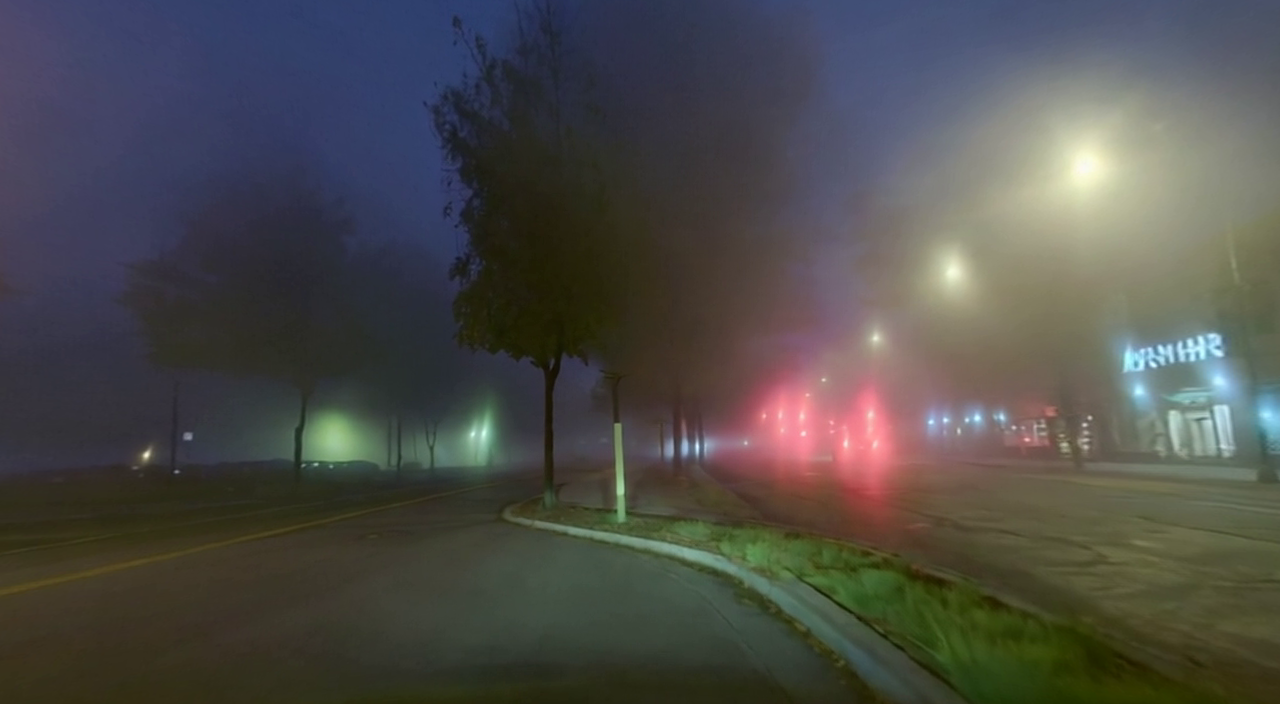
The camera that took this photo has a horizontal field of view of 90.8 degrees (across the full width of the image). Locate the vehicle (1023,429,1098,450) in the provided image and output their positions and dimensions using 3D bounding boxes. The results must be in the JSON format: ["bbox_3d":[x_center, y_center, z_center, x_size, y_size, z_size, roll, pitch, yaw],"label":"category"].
[{"bbox_3d":[29.159,6.123,43.880,3.839,1.386,1.816,-1,-9,7],"label":"vehicle"}]

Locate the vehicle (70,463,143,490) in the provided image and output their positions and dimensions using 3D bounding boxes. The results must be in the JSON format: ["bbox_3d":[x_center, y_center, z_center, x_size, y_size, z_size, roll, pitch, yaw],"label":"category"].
[{"bbox_3d":[-33.692,7.804,39.847,4.416,1.541,2.102,-6,-10,31],"label":"vehicle"}]

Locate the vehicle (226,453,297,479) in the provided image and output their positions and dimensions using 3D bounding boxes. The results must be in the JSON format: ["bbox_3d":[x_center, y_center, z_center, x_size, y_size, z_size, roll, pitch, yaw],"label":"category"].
[{"bbox_3d":[-27.263,8.143,45.410,5.483,1.719,2.112,-6,-10,33],"label":"vehicle"}]

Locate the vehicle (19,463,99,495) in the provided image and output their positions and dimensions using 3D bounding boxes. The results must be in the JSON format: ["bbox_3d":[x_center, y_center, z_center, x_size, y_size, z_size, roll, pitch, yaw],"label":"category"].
[{"bbox_3d":[-33.207,7.195,36.033,5.124,1.541,2.121,-6,-10,34],"label":"vehicle"}]

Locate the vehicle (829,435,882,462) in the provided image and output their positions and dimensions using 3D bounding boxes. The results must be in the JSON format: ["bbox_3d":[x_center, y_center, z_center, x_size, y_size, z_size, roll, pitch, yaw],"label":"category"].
[{"bbox_3d":[14.284,6.436,42.136,2.100,1.638,4.545,-1,-9,2],"label":"vehicle"}]
